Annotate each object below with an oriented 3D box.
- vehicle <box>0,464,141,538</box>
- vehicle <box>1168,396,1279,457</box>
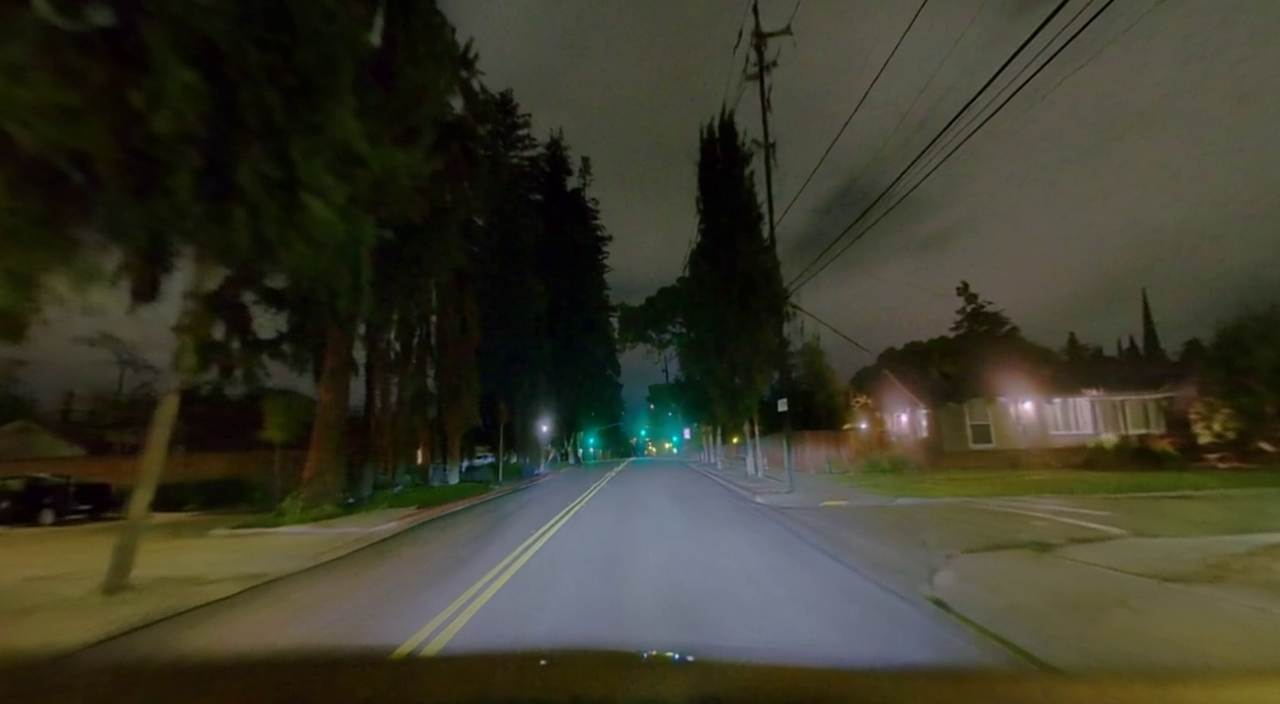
[{"bbox_3d":[-15.020,3.565,15.320,1.830,1.495,4.641,0,-8,2],"label":"vehicle"},{"bbox_3d":[18.135,2.119,18.175,1.862,1.612,4.321,-6,-9,-2],"label":"vehicle"}]
